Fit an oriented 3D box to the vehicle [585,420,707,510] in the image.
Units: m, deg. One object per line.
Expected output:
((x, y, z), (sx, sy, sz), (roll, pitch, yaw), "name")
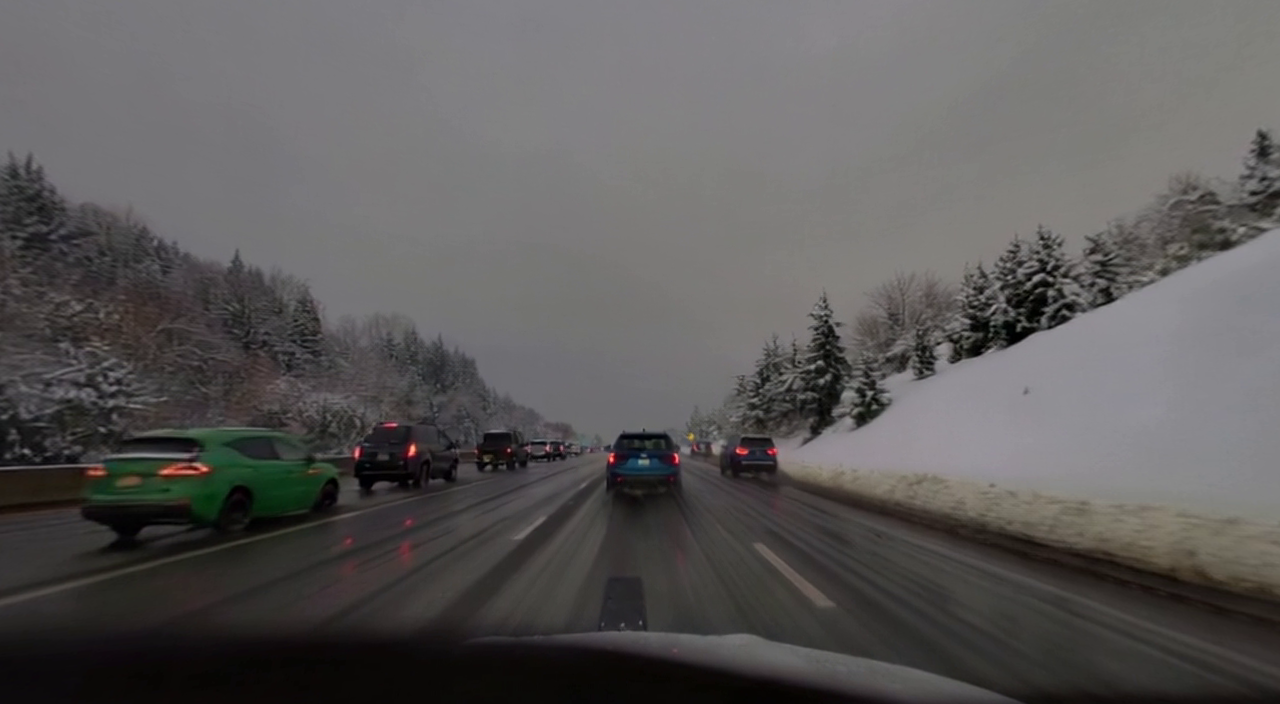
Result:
((0.134, 2.611, 14.907), (2.447, 1.804, 4.273), (0, -9, 0), "vehicle")

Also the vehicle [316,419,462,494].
((-7.276, 3.128, 19.044), (2.230, 1.928, 5.112), (0, -9, 1), "vehicle")

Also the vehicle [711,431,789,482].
((4.096, 3.994, 24.273), (2.092, 1.723, 4.629), (0, -9, -1), "vehicle")

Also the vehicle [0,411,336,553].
((-6.937, 1.918, 9.934), (2.024, 1.706, 4.462), (0, -9, 1), "vehicle")

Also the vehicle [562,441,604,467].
((-3.366, 6.128, 37.919), (2.108, 1.442, 4.143), (0, -9, 1), "vehicle")

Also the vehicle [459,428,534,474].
((-6.687, 4.712, 30.056), (2.294, 1.982, 5.040), (0, -9, 1), "vehicle")

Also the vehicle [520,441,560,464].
((-6.830, 6.946, 43.610), (1.957, 1.467, 4.640), (0, -9, 1), "vehicle")
